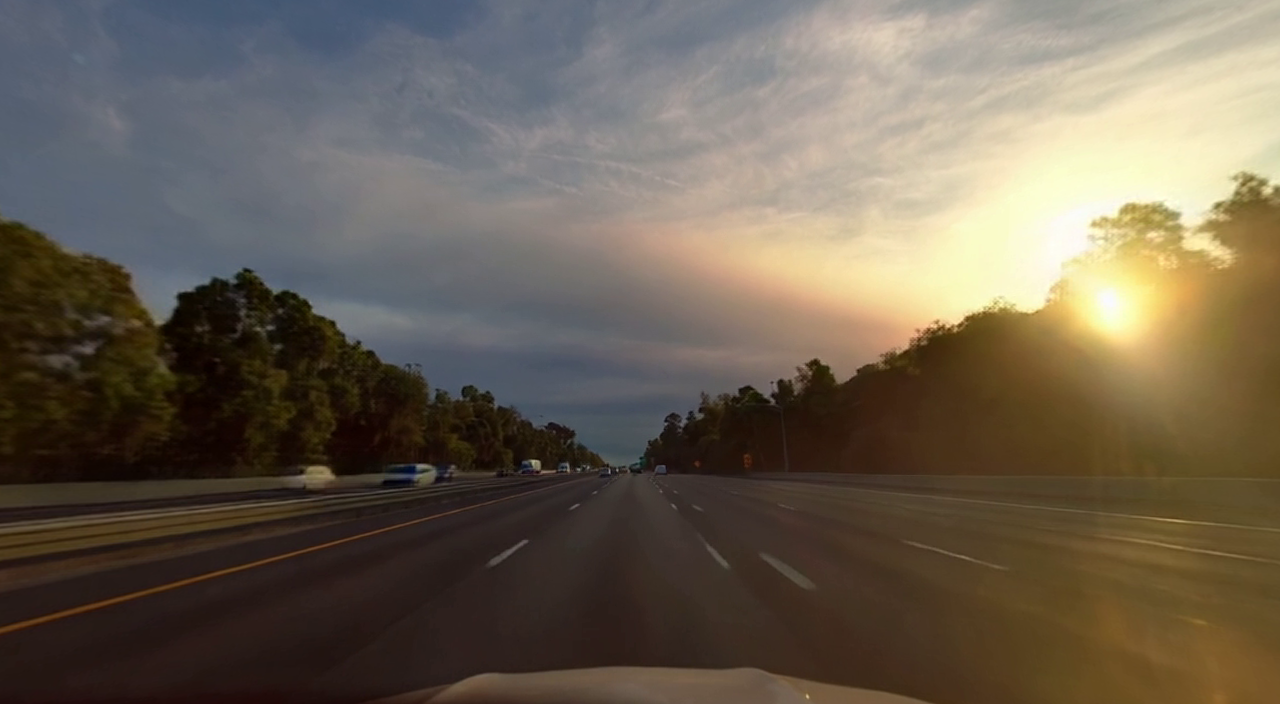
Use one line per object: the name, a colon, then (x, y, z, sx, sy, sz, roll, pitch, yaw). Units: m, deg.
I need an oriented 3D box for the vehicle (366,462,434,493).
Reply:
vehicle: (-12.453, 6.538, 32.900, 1.905, 1.475, 4.133, 1, -10, 0)

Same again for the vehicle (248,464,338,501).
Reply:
vehicle: (-16.568, 6.233, 30.265, 1.826, 1.568, 4.309, 1, -10, 1)

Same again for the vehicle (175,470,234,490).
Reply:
vehicle: (-33.987, 9.972, 49.153, 1.873, 1.469, 3.833, 1, -10, -1)
